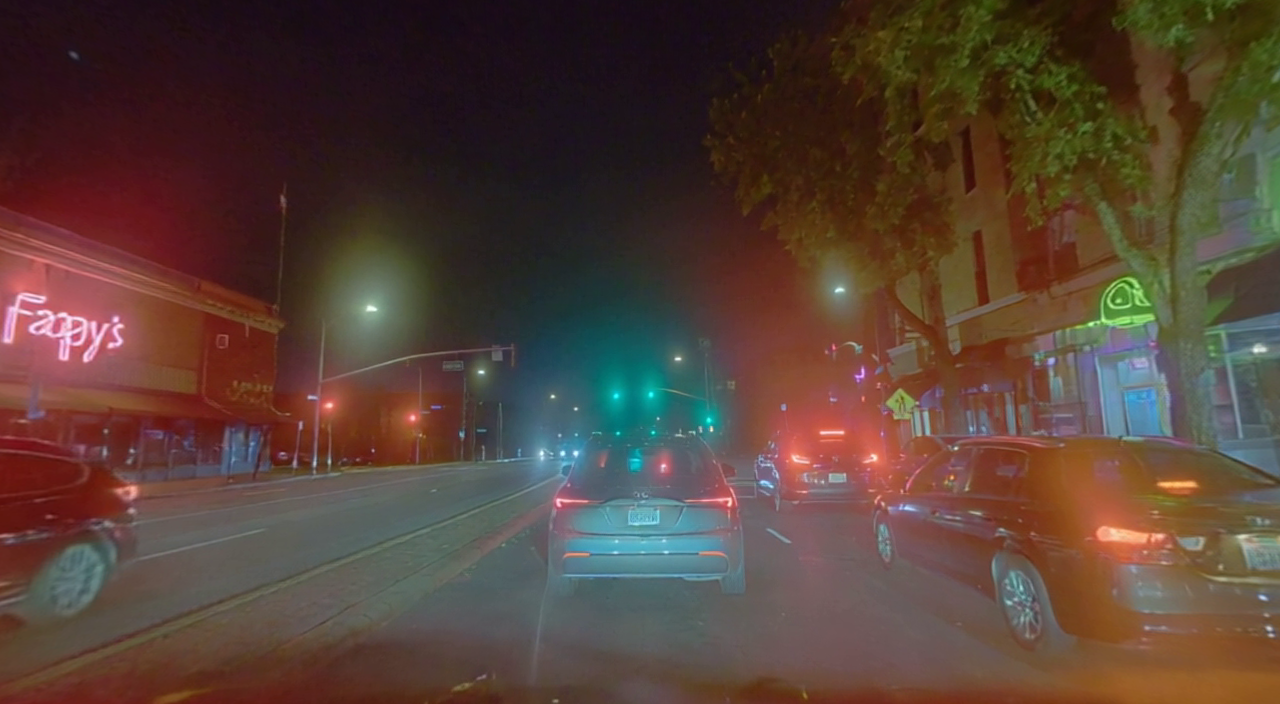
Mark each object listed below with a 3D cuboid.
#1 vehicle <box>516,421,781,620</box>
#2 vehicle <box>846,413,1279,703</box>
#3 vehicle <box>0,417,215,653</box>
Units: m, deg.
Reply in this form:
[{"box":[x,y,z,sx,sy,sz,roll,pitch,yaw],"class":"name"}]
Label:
[{"box":[0.059,1.546,6.630,2.006,1.487,3.535,0,-9,0],"class":"vehicle"},{"box":[3.402,1.368,5.311,1.988,1.480,4.195,0,-9,1],"class":"vehicle"},{"box":[-5.173,1.160,3.824,1.898,1.542,4.689,0,-9,1],"class":"vehicle"}]
